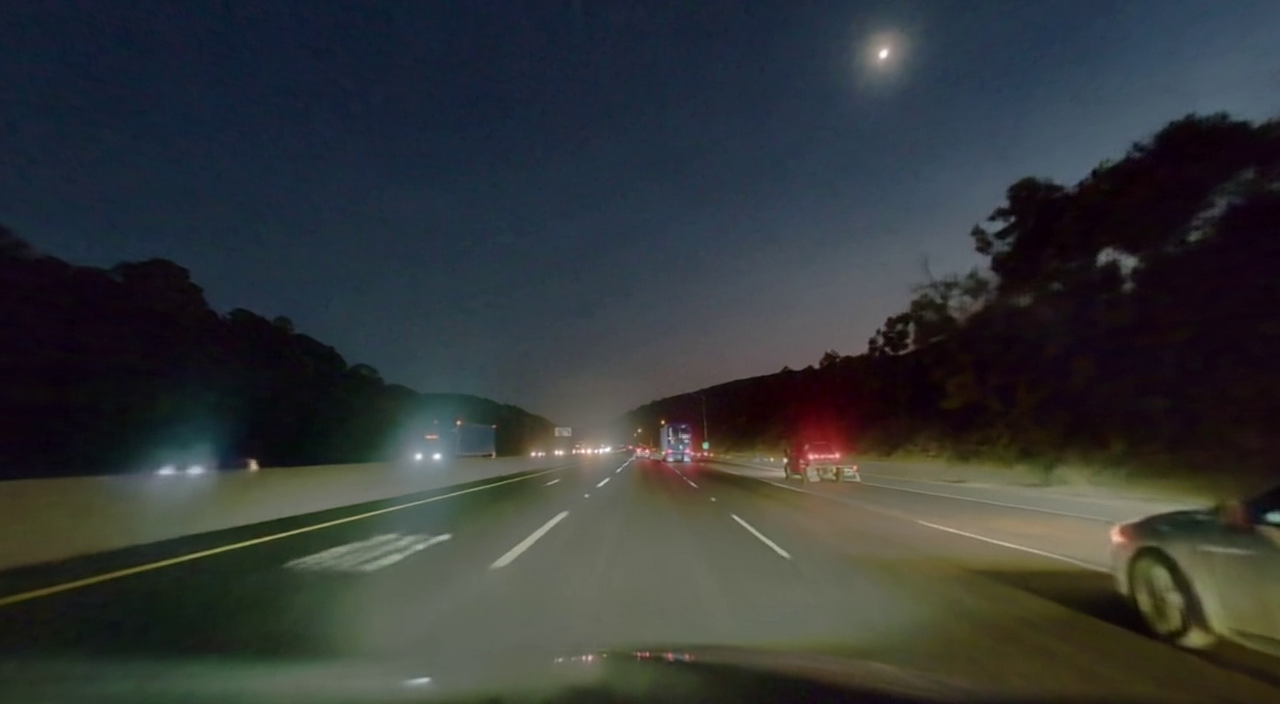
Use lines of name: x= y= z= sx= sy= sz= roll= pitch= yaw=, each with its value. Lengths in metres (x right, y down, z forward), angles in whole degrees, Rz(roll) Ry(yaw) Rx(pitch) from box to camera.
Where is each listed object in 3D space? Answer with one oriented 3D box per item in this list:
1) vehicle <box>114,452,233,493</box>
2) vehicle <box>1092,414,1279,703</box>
vehicle: x=-21.349 y=5.491 z=29.095 sx=1.966 sy=1.687 sz=4.493 roll=0 pitch=-9 yaw=1
vehicle: x=3.675 y=0.849 z=1.557 sx=1.976 sy=1.495 sz=4.217 roll=0 pitch=-9 yaw=0
